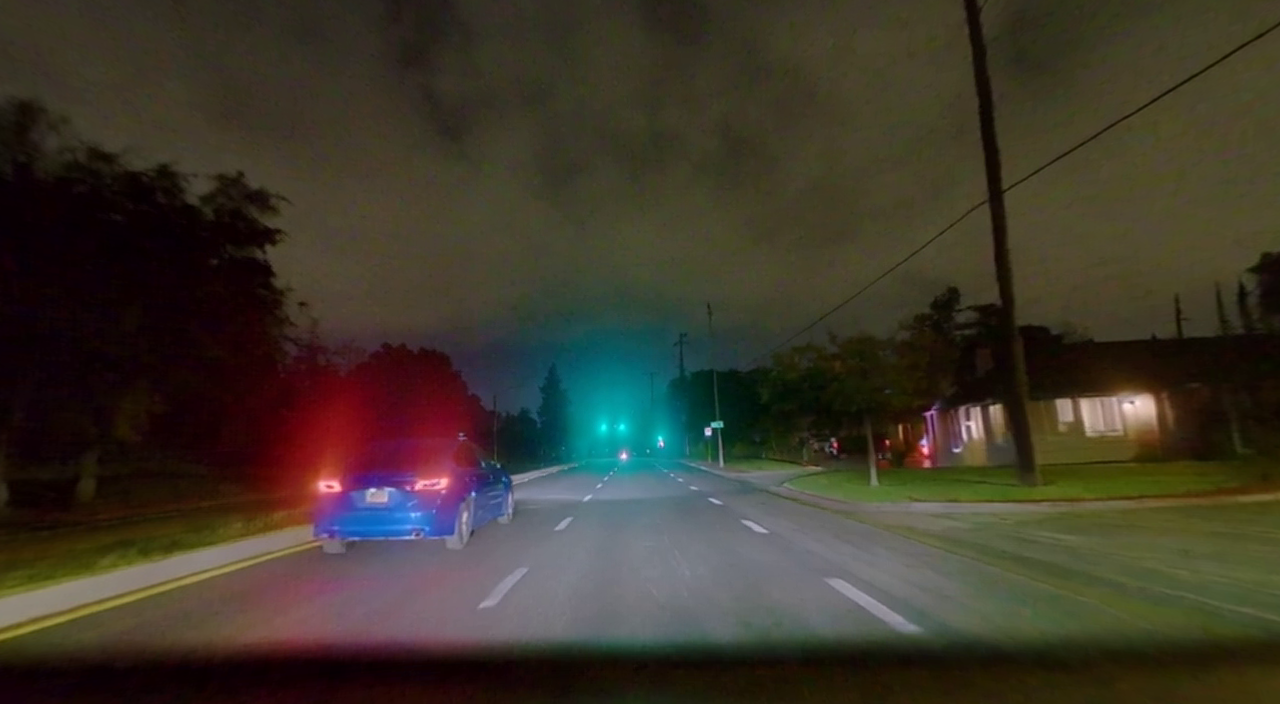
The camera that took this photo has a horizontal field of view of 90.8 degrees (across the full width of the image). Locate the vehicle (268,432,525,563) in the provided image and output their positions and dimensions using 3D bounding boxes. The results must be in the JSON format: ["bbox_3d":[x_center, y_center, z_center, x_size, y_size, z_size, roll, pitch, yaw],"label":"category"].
[{"bbox_3d":[-3.204,2.018,9.462,2.113,1.493,4.222,0,-9,1],"label":"vehicle"}]
